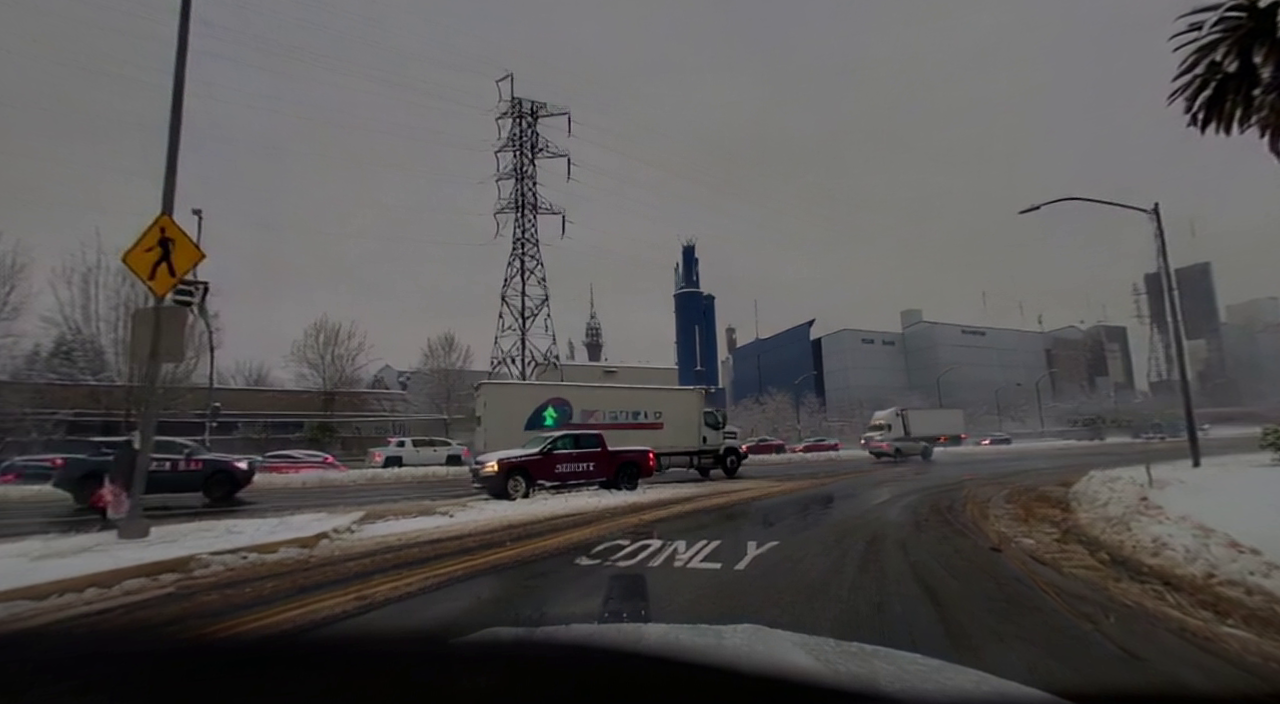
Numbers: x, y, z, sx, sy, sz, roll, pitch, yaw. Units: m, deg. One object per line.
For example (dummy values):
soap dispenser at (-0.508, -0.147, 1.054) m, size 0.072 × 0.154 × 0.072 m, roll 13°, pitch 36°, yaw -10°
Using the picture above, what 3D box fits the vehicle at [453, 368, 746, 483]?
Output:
vehicle at (-1.291, 3.057, 25.565) m, size 11.567 × 3.933 × 2.903 m, roll 4°, pitch -10°, yaw -29°

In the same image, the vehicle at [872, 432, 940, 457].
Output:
vehicle at (18.063, 6.257, 42.817) m, size 4.234 × 1.589 × 1.923 m, roll 4°, pitch -10°, yaw -28°

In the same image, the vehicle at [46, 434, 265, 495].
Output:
vehicle at (-17.086, 3.985, 22.807) m, size 5.866 × 1.950 × 2.266 m, roll 4°, pitch -10°, yaw -28°

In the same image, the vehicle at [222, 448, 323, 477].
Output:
vehicle at (-18.931, 5.685, 32.632) m, size 4.325 × 1.388 × 1.748 m, roll 4°, pitch -10°, yaw -29°

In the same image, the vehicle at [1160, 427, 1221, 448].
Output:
vehicle at (43.141, 6.725, 49.420) m, size 4.543 × 1.586 × 1.983 m, roll 4°, pitch -10°, yaw -28°

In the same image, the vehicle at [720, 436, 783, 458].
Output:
vehicle at (8.502, 7.214, 47.884) m, size 4.532 × 1.567 × 1.847 m, roll 4°, pitch -10°, yaw -29°

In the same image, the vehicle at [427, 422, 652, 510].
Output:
vehicle at (-2.378, 2.771, 15.818) m, size 5.132 × 1.848 × 2.101 m, roll 6°, pitch -10°, yaw -36°
